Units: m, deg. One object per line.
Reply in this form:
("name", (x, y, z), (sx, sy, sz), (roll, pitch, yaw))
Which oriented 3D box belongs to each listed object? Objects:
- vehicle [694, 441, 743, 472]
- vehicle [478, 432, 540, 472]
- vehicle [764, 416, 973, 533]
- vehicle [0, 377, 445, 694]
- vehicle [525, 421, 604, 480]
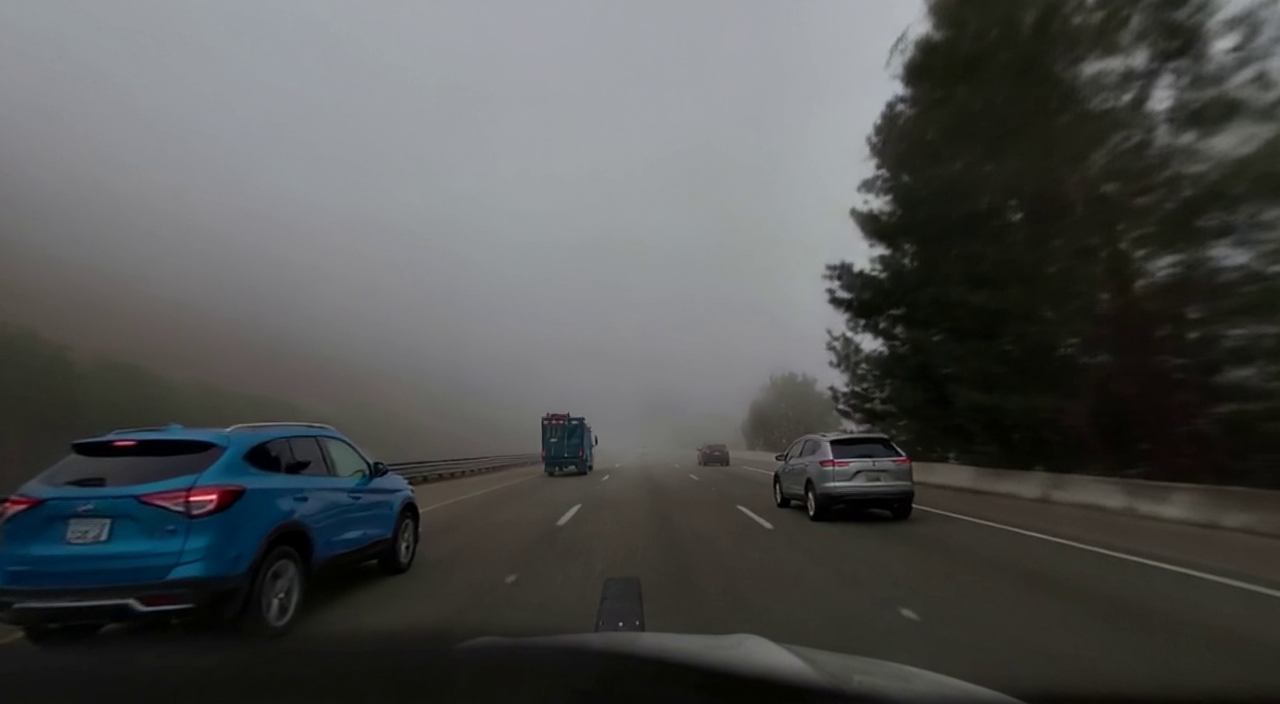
("vehicle", (4.251, 5.729, 34.889), (2.071, 1.570, 4.637), (0, -8, -1))
("vehicle", (-6.789, 5.258, 33.196), (2.149, 1.922, 4.976), (0, -8, 0))
("vehicle", (3.796, 2.134, 11.573), (2.066, 1.696, 4.604), (0, -8, -1))
("vehicle", (-3.487, 1.303, 5.607), (2.080, 1.716, 4.207), (0, -8, 1))
("vehicle", (-2.915, 4.025, 25.928), (2.494, 2.136, 5.539), (0, -8, 1))
